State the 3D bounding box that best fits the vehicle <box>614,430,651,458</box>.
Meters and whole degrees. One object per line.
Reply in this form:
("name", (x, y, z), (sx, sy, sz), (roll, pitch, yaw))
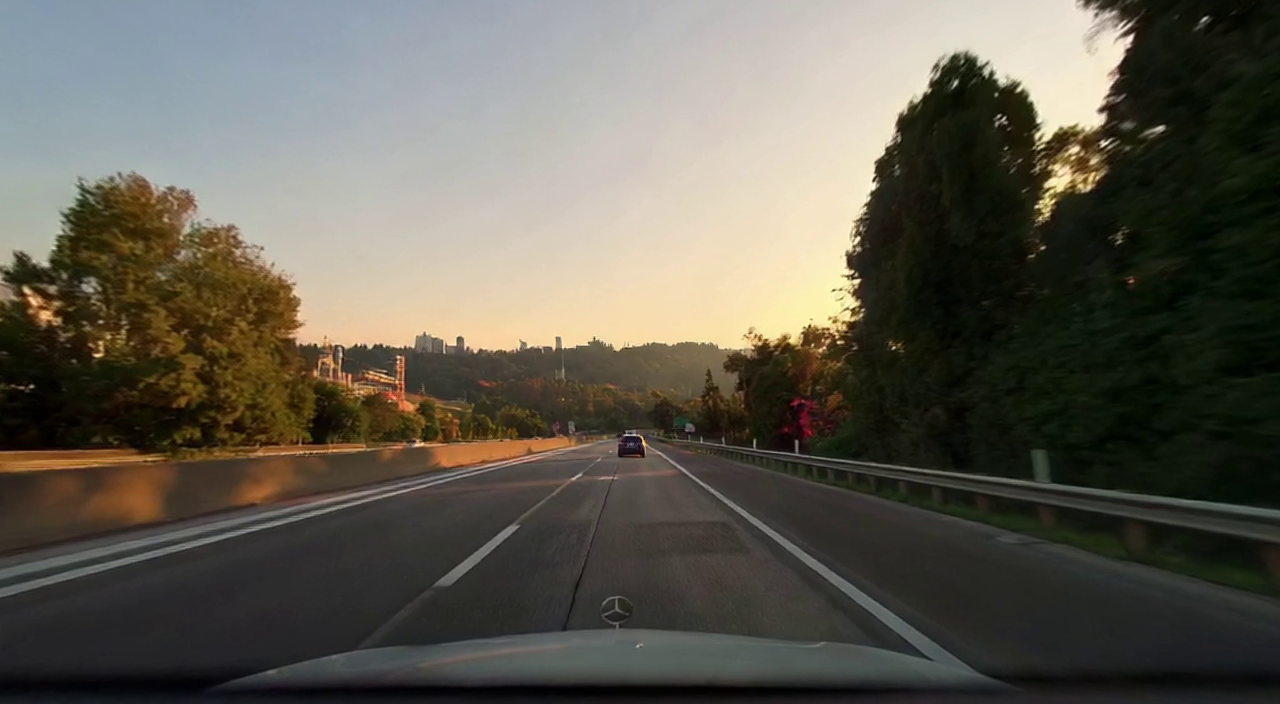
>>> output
("vehicle", (-0.501, 5.698, 39.156), (2.151, 1.618, 3.898), (0, -8, -1))
